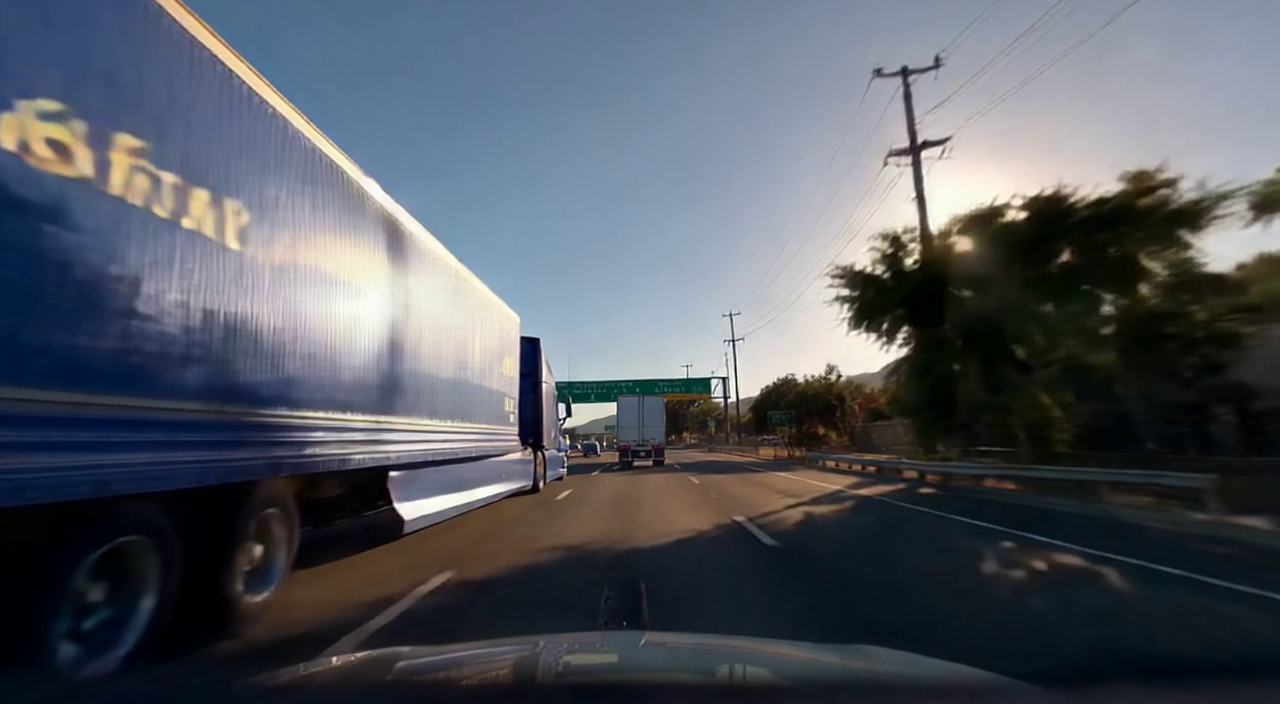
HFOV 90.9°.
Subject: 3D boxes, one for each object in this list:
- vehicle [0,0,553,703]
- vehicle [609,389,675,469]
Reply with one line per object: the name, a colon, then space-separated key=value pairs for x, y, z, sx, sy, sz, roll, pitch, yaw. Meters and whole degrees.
vehicle: x=-3.902 y=0.596 z=9.194 sx=2.875 sy=4.083 sz=15.756 roll=0 pitch=-9 yaw=1
vehicle: x=0.081 y=4.215 z=33.496 sx=2.941 sy=3.604 sz=9.851 roll=0 pitch=-9 yaw=0
